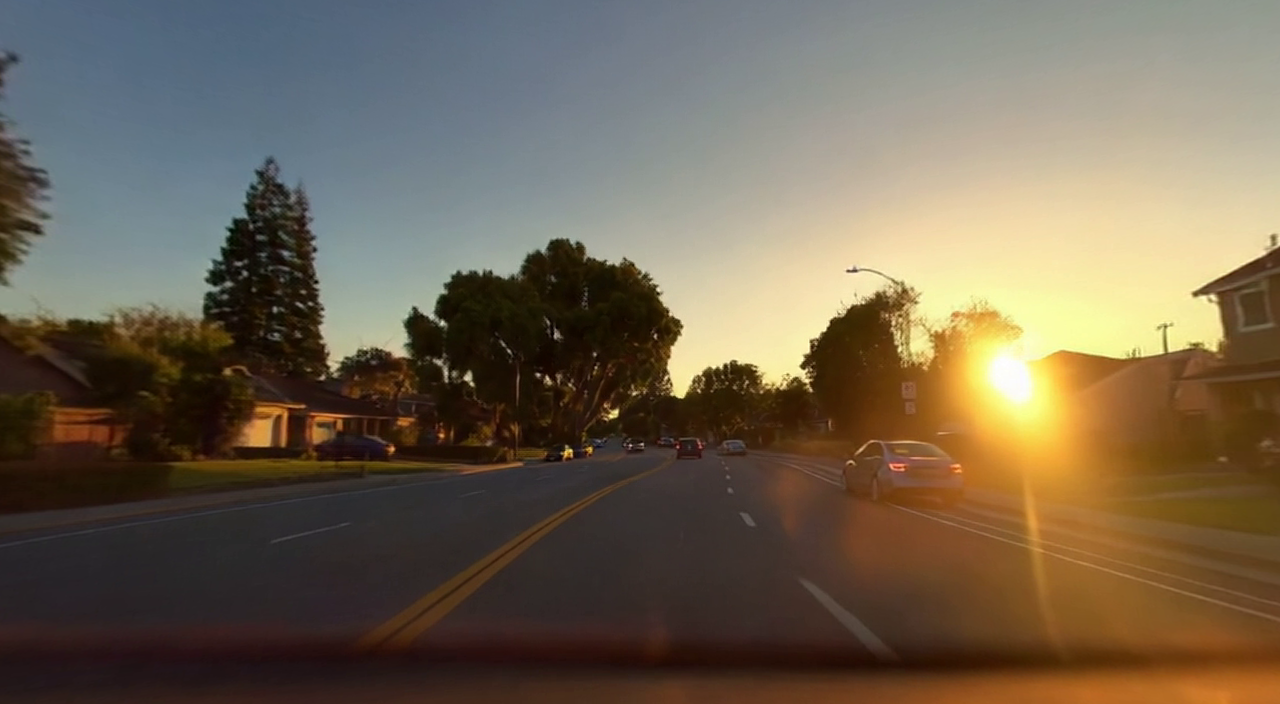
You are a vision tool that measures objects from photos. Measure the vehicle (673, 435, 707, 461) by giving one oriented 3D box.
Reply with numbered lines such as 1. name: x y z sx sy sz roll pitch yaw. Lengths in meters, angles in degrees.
1. vehicle: 3.380 6.588 43.135 2.106 1.667 4.367 0 -8 2

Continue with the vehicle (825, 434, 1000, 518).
1. vehicle: 5.608 2.584 13.686 1.934 1.506 4.282 0 -8 1

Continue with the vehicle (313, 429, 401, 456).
1. vehicle: -16.849 5.417 37.632 4.377 1.570 1.871 -1 -8 4
